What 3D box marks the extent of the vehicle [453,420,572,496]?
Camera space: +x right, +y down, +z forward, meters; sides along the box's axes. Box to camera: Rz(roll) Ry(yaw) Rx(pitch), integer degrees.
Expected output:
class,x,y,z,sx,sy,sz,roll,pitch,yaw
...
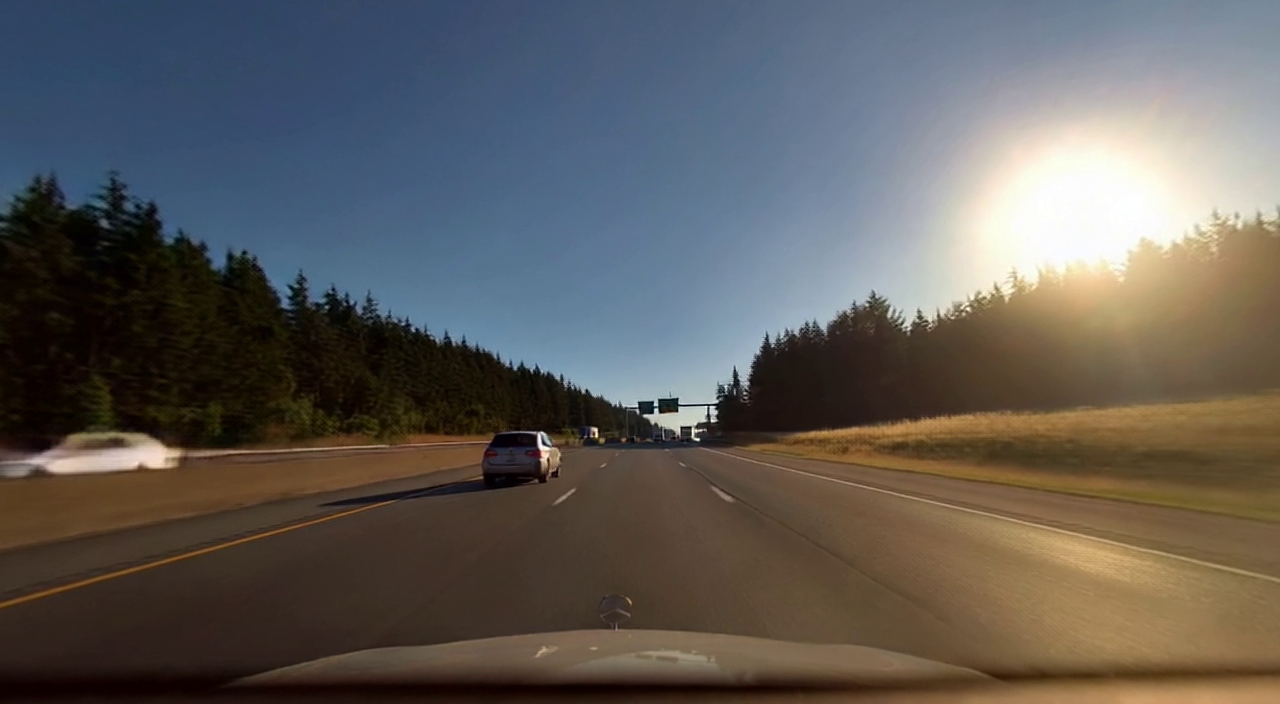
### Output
class,x,y,z,sx,sy,sz,roll,pitch,yaw
vehicle,-3.006,2.593,15.844,2.084,1.654,4.080,0,-8,1
